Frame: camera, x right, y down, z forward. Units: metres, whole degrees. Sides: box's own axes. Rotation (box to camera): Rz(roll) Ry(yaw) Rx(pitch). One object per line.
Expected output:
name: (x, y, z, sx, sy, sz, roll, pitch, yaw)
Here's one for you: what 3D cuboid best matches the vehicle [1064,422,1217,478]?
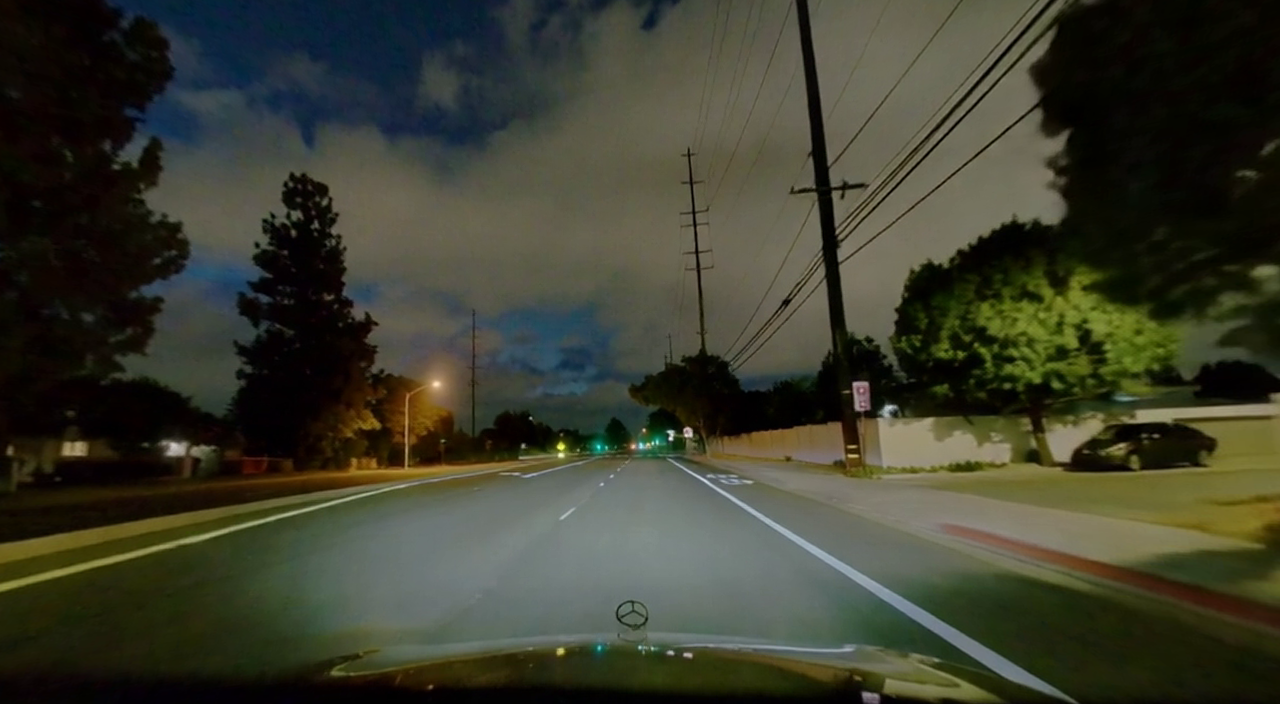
vehicle: (18.427, 3.599, 23.303, 4.229, 1.911, 2.134, 2, -8, -13)
